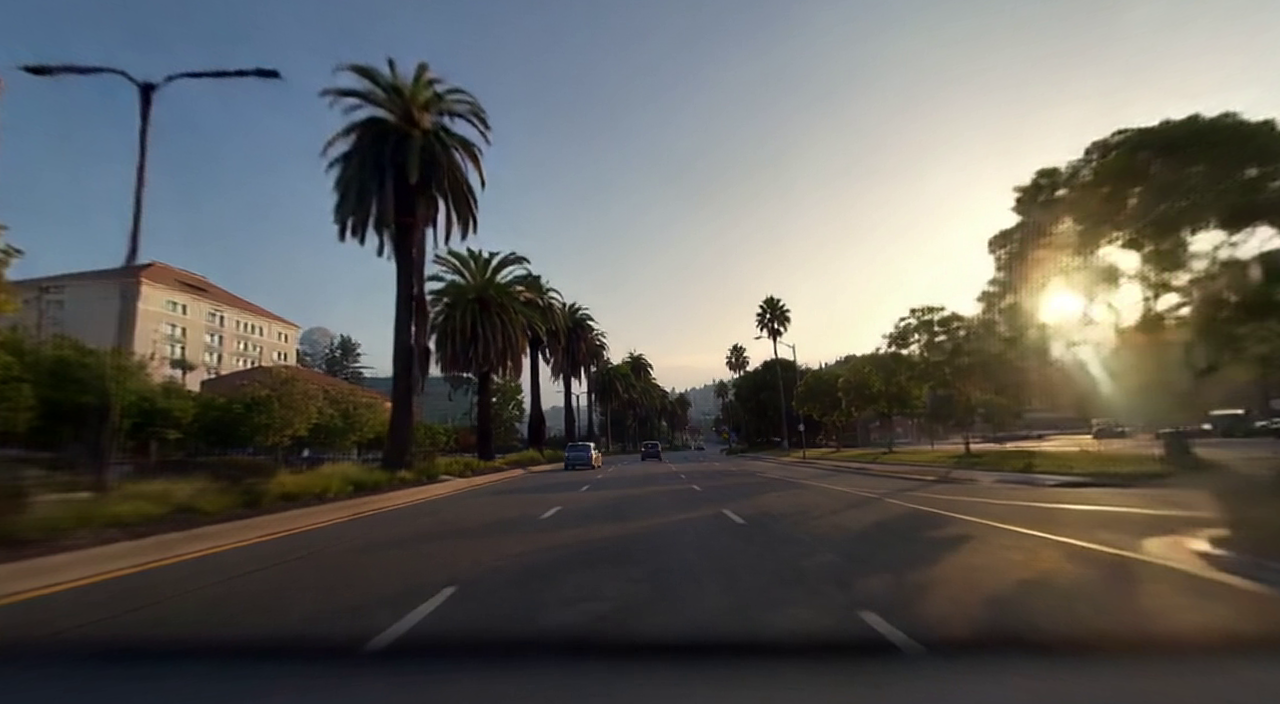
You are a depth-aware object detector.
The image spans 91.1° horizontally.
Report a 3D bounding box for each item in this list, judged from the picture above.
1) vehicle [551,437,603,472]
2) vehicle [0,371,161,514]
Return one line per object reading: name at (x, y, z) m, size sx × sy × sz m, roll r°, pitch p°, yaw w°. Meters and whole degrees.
vehicle at (-3.438, 5.709, 35.093) m, size 2.188 × 1.819 × 4.667 m, roll -1°, pitch -8°, yaw 3°
vehicle at (-21.108, 2.559, 17.285) m, size 2.968 × 4.370 × 16.176 m, roll -1°, pitch -7°, yaw 1°
